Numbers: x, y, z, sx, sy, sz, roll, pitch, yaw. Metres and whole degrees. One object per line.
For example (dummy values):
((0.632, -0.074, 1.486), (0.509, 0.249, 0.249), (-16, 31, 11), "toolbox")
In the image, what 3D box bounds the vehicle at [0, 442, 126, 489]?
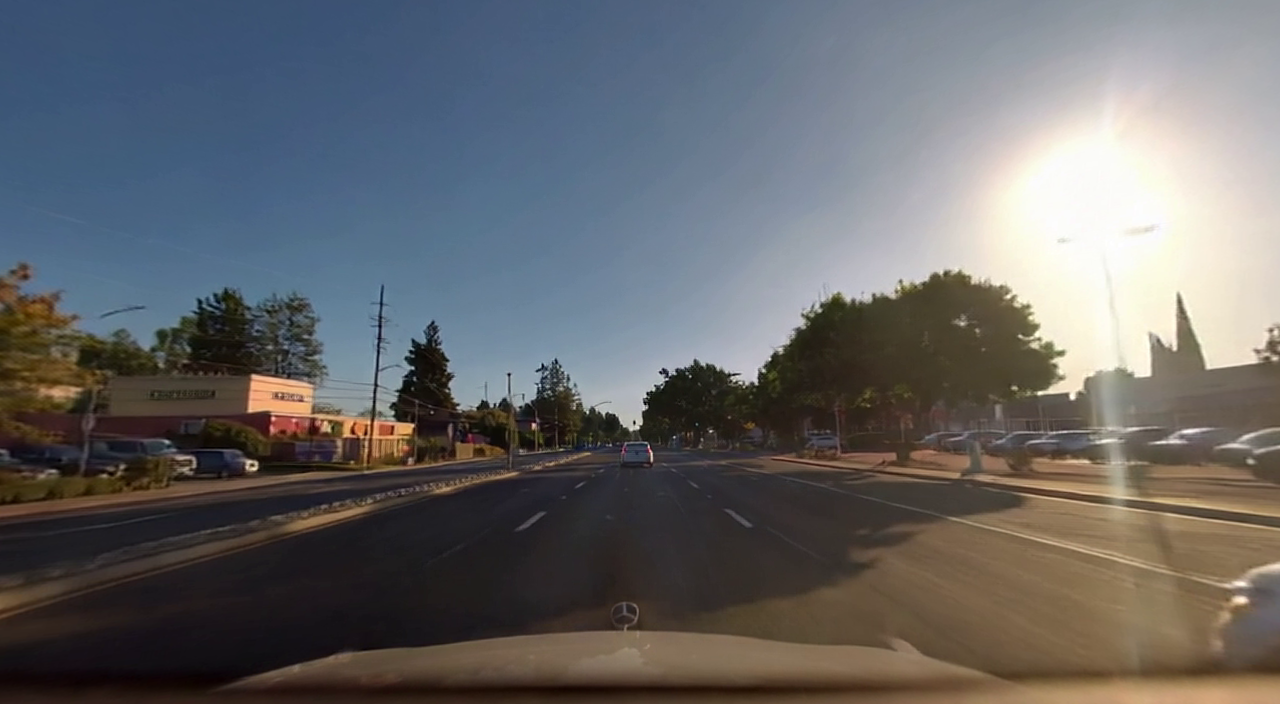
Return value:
((-26.918, 5.254, 29.275), (4.087, 1.755, 2.304), (-5, -9, 1), "vehicle")

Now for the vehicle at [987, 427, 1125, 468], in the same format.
((17.095, 3.939, 26.014), (4.224, 1.614, 2.028), (0, -8, -1), "vehicle")

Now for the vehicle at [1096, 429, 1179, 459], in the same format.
((32.523, 6.041, 41.336), (1.933, 1.830, 4.282), (0, -8, 1), "vehicle")

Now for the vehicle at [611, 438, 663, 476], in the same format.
((-0.147, 4.378, 26.411), (1.998, 1.452, 3.773), (0, -8, -1), "vehicle")

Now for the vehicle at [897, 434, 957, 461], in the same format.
((19.034, 6.341, 41.953), (1.894, 1.706, 4.583), (0, -8, 1), "vehicle")

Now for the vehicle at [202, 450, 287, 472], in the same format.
((-27.605, 7.588, 44.024), (4.644, 1.437, 1.827), (0, -8, -2), "vehicle")

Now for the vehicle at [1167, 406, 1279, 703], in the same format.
((3.753, 0.680, 0.750), (2.153, 1.456, 4.705), (0, -8, 0), "vehicle")
